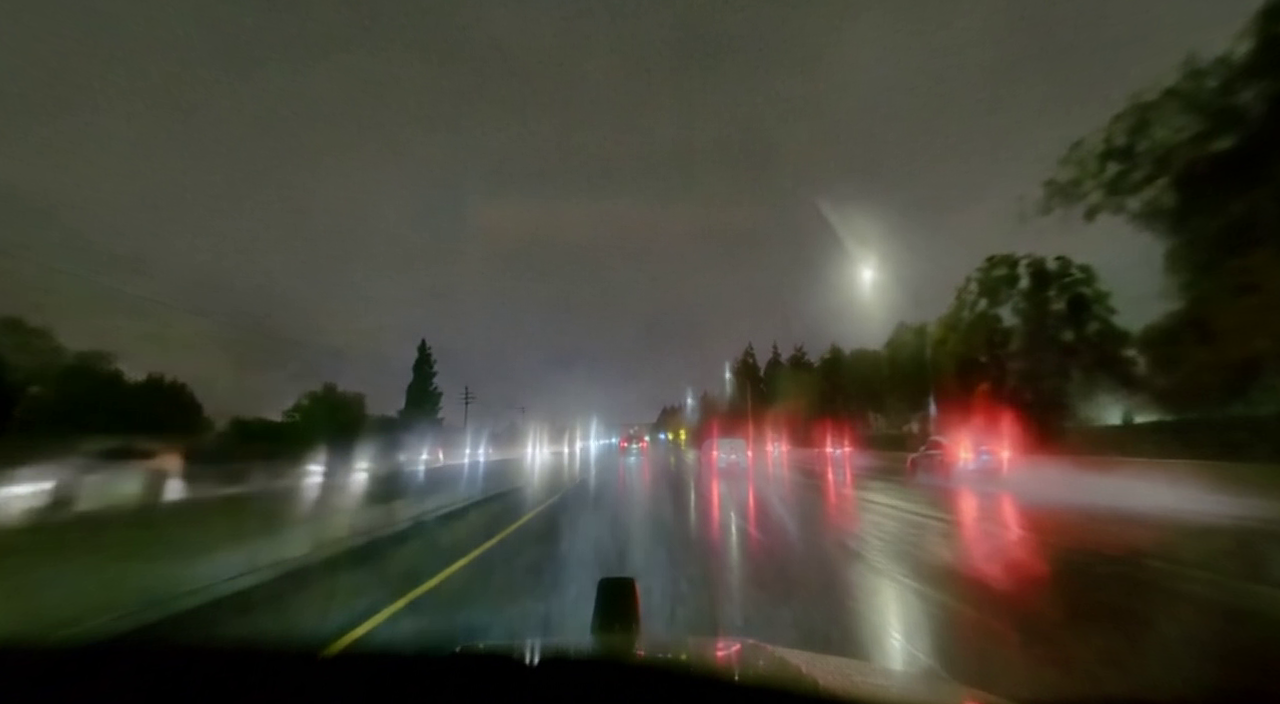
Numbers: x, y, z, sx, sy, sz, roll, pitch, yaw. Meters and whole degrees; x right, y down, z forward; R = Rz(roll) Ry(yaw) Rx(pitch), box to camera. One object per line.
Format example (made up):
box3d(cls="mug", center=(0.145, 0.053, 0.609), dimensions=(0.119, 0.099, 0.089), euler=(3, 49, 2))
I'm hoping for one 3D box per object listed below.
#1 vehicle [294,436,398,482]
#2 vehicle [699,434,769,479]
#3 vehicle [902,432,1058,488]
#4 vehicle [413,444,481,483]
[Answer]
box3d(cls="vehicle", center=(-11.478, 4.200, 25.078), dimensions=(1.951, 1.628, 4.636), euler=(0, -8, -1))
box3d(cls="vehicle", center=(3.628, 4.118, 25.163), dimensions=(2.018, 1.600, 4.121), euler=(0, -8, -2))
box3d(cls="vehicle", center=(10.452, 3.366, 20.005), dimensions=(1.987, 1.502, 5.130), euler=(0, -8, -1))
box3d(cls="vehicle", center=(-7.330, 4.233, 24.328), dimensions=(1.530, 1.369, 3.450), euler=(0, -8, 0))
